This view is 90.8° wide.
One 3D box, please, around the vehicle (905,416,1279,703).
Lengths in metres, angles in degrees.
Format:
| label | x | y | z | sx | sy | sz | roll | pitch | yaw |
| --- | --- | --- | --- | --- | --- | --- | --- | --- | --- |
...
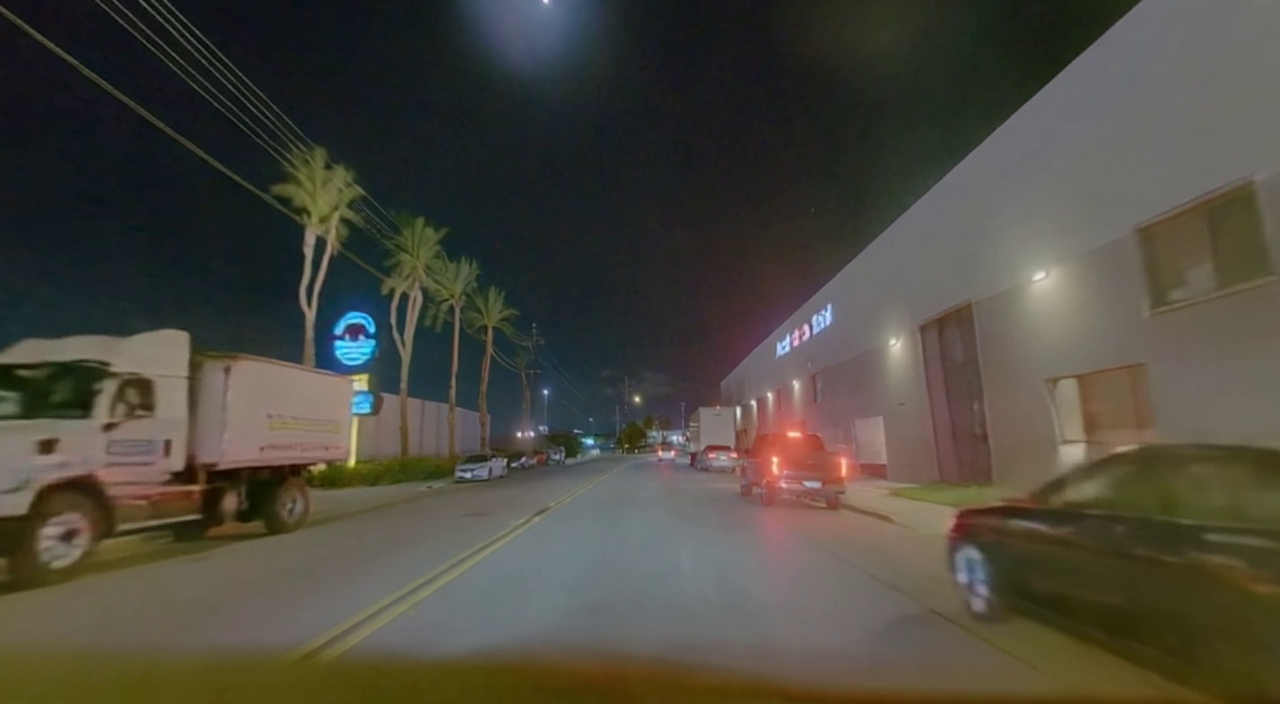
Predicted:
| label | x | y | z | sx | sy | sz | roll | pitch | yaw |
| --- | --- | --- | --- | --- | --- | --- | --- | --- | --- |
| vehicle | 3.531 | 1.158 | 3.465 | 2.143 | 1.483 | 4.601 | 0 | -9 | 0 |

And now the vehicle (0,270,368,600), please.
| label | x | y | z | sx | sy | sz | roll | pitch | yaw |
| --- | --- | --- | --- | --- | --- | --- | --- | --- | --- |
| vehicle | -7.849 | 1.431 | 10.362 | 2.941 | 3.418 | 7.738 | -1 | -9 | 3 |

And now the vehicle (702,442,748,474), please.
| label | x | y | z | sx | sy | sz | roll | pitch | yaw |
| --- | --- | --- | --- | --- | --- | --- | --- | --- | --- |
| vehicle | 4.976 | 6.292 | 37.658 | 2.141 | 1.739 | 5.130 | 0 | -9 | 1 |

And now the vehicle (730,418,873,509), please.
| label | x | y | z | sx | sy | sz | roll | pitch | yaw |
| --- | --- | --- | --- | --- | --- | --- | --- | --- | --- |
| vehicle | 3.972 | 2.933 | 16.991 | 2.400 | 1.985 | 6.155 | 0 | -9 | 2 |

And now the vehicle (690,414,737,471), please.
| label | x | y | z | sx | sy | sz | roll | pitch | yaw |
| --- | --- | --- | --- | --- | --- | --- | --- | --- | --- |
| vehicle | 5.164 | 6.639 | 46.018 | 2.933 | 3.697 | 10.065 | -1 | -9 | 4 |

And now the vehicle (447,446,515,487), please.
| label | x | y | z | sx | sy | sz | roll | pitch | yaw |
| --- | --- | --- | --- | --- | --- | --- | --- | --- | --- |
| vehicle | -7.394 | 5.324 | 29.771 | 1.936 | 1.632 | 4.145 | -3 | -8 | 3 |
